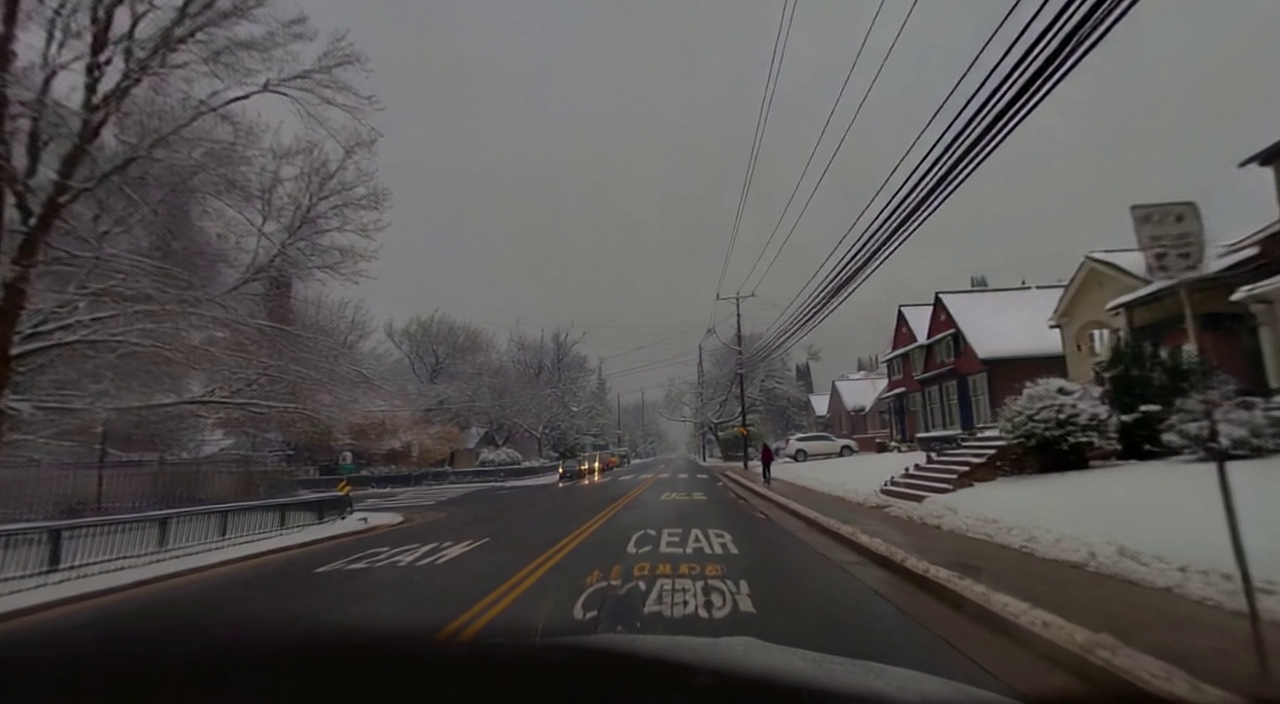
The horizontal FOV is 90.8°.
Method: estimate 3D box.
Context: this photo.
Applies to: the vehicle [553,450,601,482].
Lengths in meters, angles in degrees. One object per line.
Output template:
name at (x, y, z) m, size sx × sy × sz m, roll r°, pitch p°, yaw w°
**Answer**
vehicle at (-3.810, 7.054, 39.321) m, size 2.203 × 1.787 × 4.704 m, roll -1°, pitch -9°, yaw 4°
